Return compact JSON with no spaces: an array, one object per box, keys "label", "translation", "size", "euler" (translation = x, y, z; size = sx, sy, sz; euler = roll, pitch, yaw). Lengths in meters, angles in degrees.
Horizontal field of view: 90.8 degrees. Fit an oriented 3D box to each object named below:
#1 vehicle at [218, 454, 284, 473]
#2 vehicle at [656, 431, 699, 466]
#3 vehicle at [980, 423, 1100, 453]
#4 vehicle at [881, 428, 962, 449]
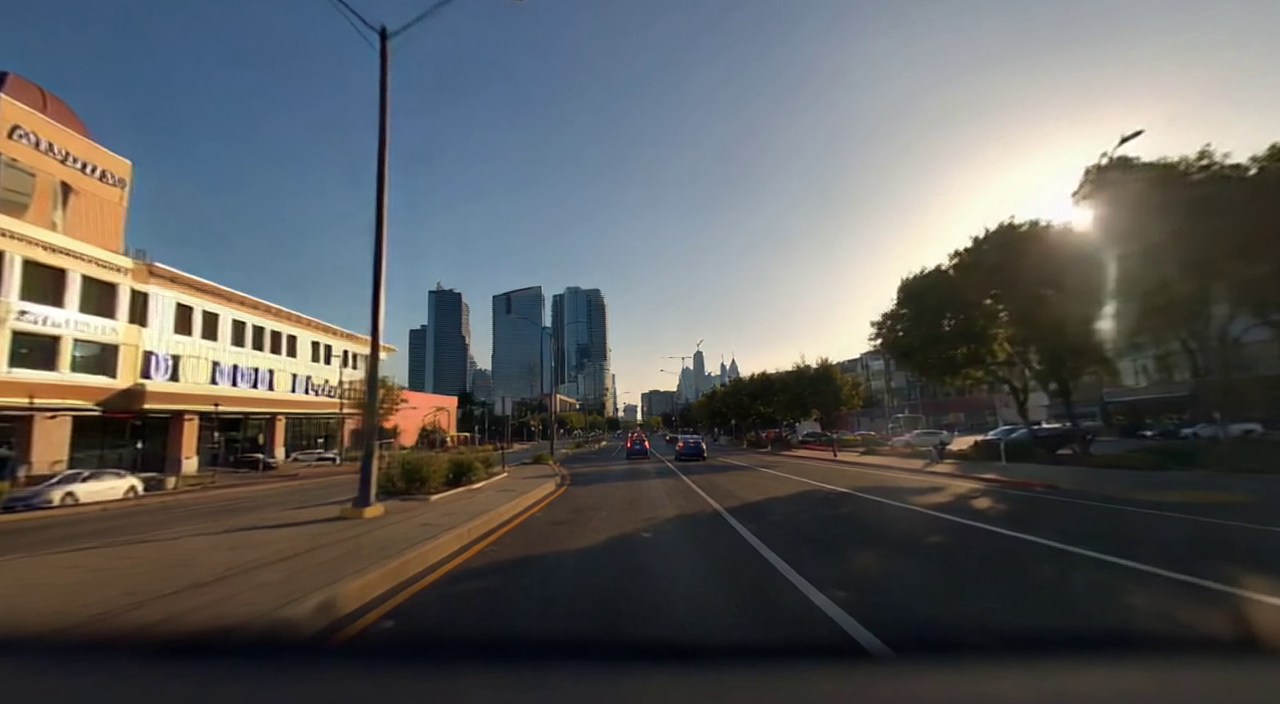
[{"label":"vehicle","translation":[-30.250,8.684,49.203],"size":[4.040,1.389,1.664],"euler":[0,-8,0]},{"label":"vehicle","translation":[1.978,5.078,33.343],"size":[2.100,1.683,4.231],"euler":[-1,-8,3]},{"label":"vehicle","translation":[19.989,4.321,31.730],"size":[4.619,1.447,2.054],"euler":[0,-9,0]},{"label":"vehicle","translation":[20.293,6.274,45.633],"size":[4.813,1.483,2.129],"euler":[0,-8,0]}]
